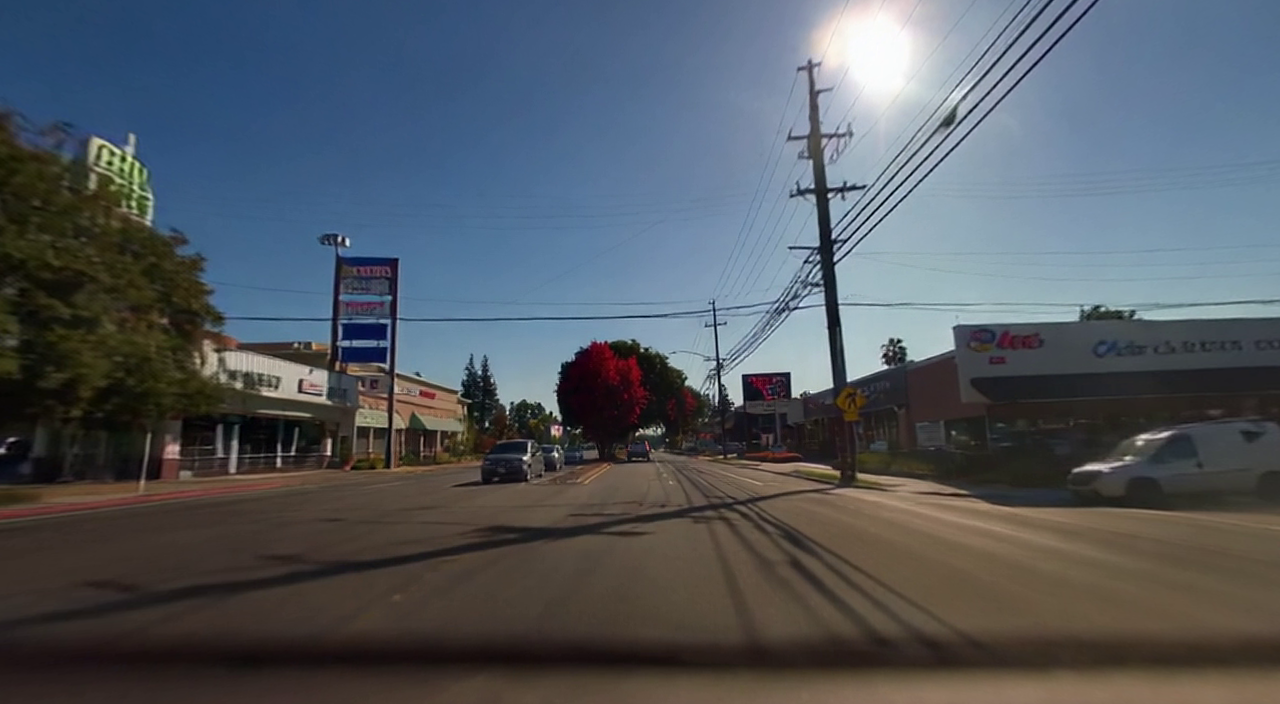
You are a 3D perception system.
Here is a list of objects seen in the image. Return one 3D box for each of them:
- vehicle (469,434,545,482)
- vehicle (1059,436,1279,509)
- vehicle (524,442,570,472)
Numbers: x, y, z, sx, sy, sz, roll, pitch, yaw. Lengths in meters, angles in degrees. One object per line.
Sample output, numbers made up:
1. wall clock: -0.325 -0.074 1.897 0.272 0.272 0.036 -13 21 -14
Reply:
1. vehicle: -5.682 4.588 27.659 2.278 1.828 4.970 -2 -8 -1
2. vehicle: 14.672 3.129 16.858 5.733 1.610 2.253 0 -9 -11
3. vehicle: -5.184 5.901 35.784 1.909 1.524 4.614 -2 -8 0
